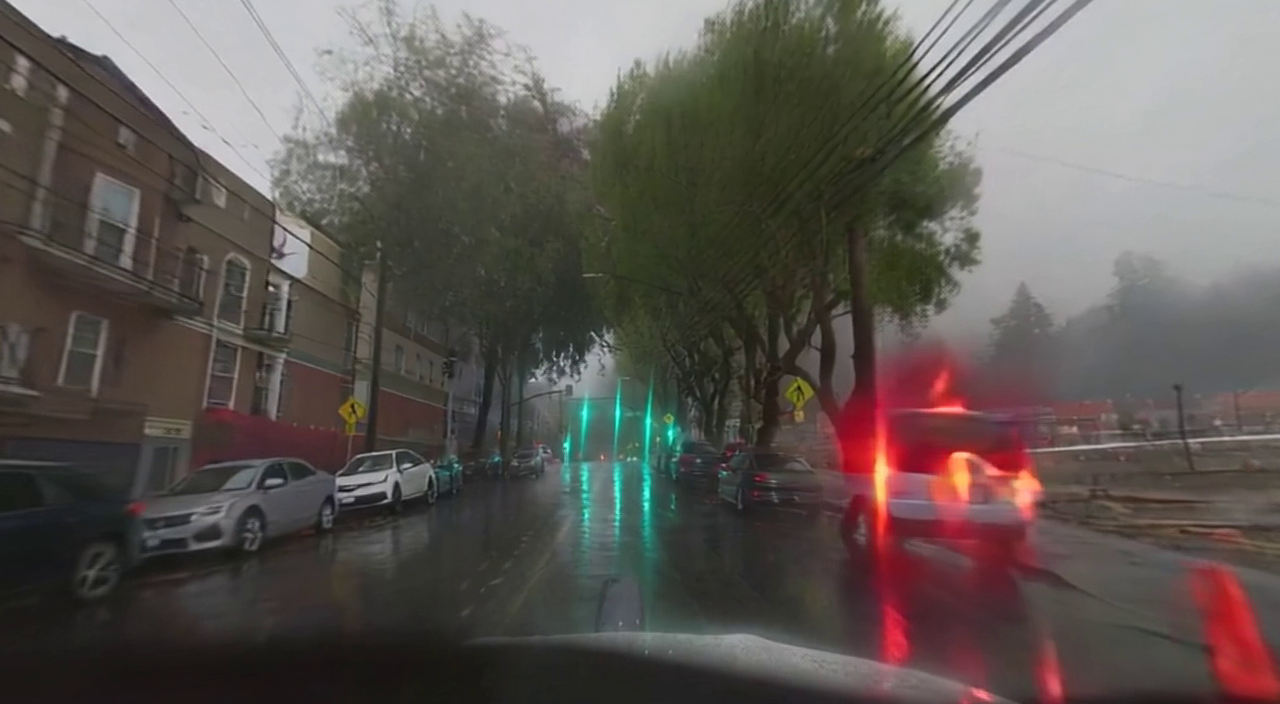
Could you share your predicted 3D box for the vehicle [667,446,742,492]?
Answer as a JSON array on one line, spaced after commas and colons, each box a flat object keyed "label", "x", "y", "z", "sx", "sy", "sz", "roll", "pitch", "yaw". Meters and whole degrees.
[{"label": "vehicle", "x": 2.238, "y": 4.240, "z": 23.368, "sx": 2.010, "sy": 1.499, "sz": 4.754, "roll": 0, "pitch": -8, "yaw": -3}]

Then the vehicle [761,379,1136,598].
[{"label": "vehicle", "x": 3.084, "y": 1.673, "z": 7.684, "sx": 1.994, "sy": 1.857, "sz": 4.393, "roll": 1, "pitch": -13, "yaw": -5}]

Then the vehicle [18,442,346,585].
[{"label": "vehicle", "x": -6.585, "y": 2.285, "z": 9.938, "sx": 1.971, "sy": 1.697, "sz": 4.450, "roll": 0, "pitch": -8, "yaw": -3}]

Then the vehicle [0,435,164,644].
[{"label": "vehicle", "x": -6.224, "y": 1.507, "z": 4.944, "sx": 1.996, "sy": 1.695, "sz": 4.127, "roll": 1, "pitch": -8, "yaw": -5}]

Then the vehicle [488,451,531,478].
[{"label": "vehicle", "x": -7.853, "y": 6.800, "z": 38.485, "sx": 1.968, "sy": 1.450, "sz": 4.271, "roll": 0, "pitch": -8, "yaw": -4}]
